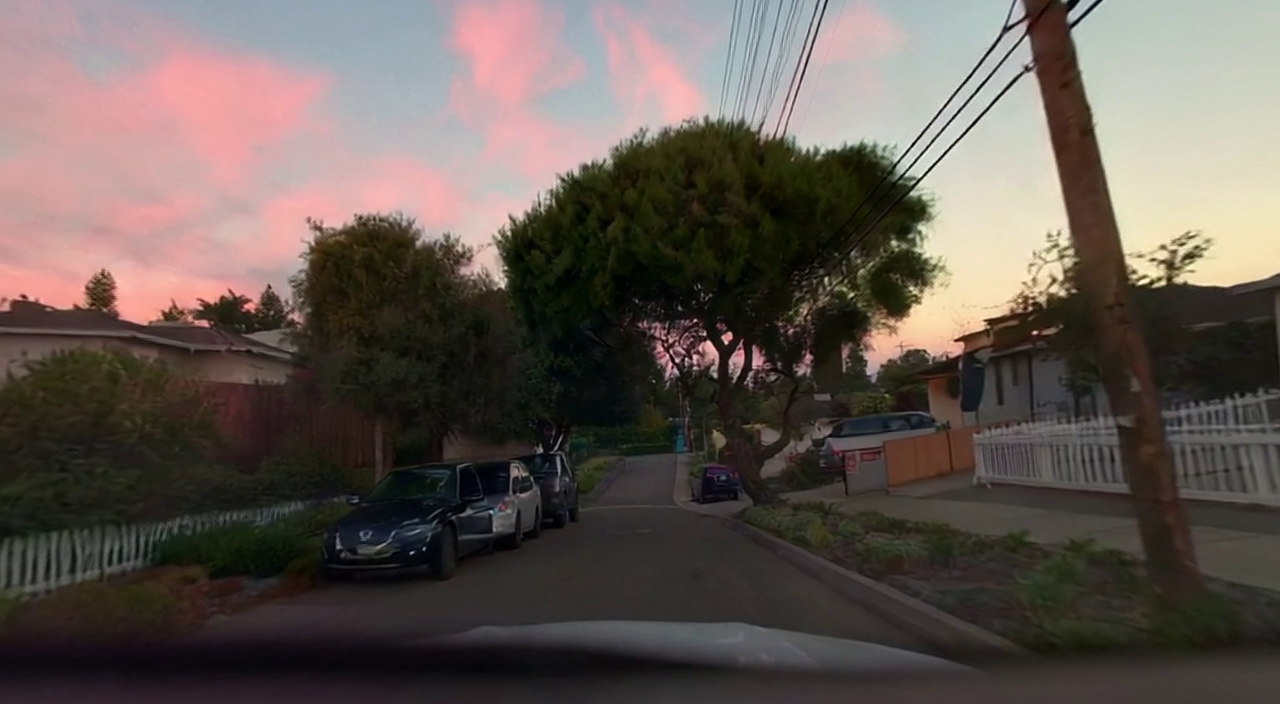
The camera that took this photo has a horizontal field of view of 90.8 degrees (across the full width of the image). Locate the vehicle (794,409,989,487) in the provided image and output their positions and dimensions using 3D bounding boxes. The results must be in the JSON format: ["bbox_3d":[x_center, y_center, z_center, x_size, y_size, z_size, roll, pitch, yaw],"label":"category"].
[{"bbox_3d":[6.428,2.501,16.547,4.249,1.905,1.904,0,-9,-1],"label":"vehicle"}]

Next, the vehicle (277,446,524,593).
[{"bbox_3d":[-3.088,2.216,9.429,2.081,1.589,4.691,1,-9,-3],"label":"vehicle"}]

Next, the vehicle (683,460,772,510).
[{"bbox_3d":[3.147,4.901,23.625,3.005,1.535,4.025,-1,-8,4],"label":"vehicle"}]
